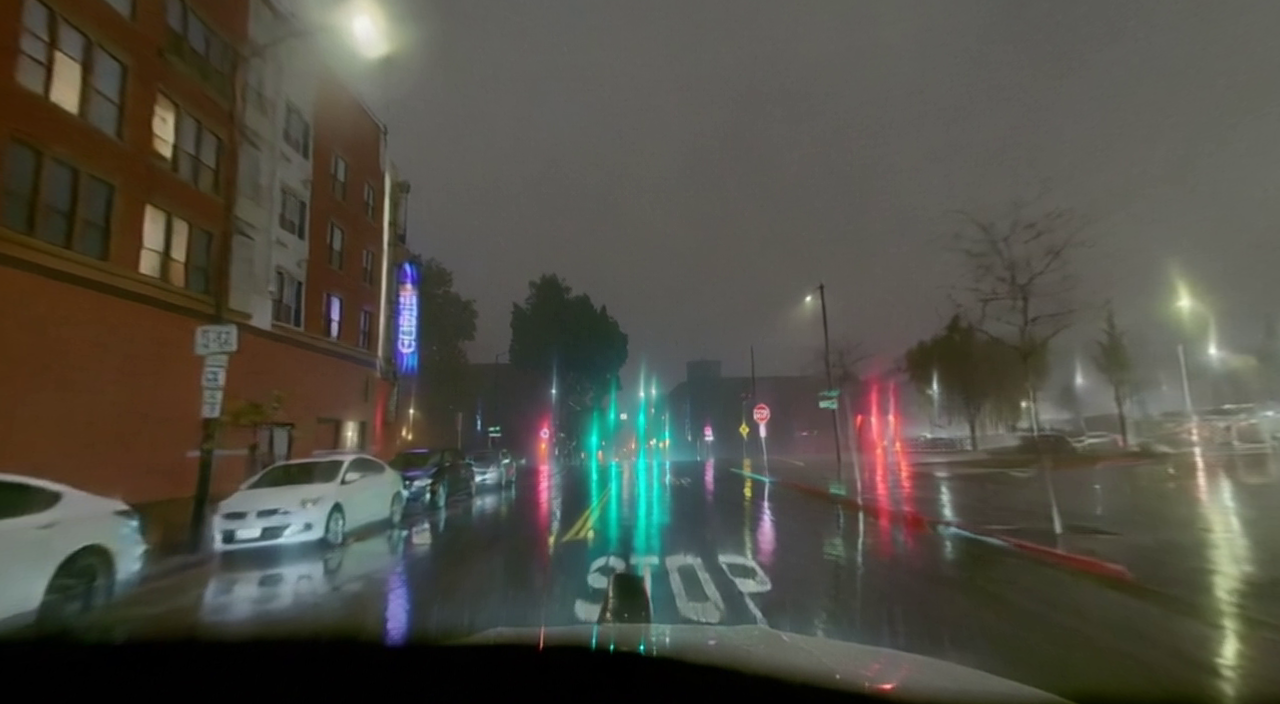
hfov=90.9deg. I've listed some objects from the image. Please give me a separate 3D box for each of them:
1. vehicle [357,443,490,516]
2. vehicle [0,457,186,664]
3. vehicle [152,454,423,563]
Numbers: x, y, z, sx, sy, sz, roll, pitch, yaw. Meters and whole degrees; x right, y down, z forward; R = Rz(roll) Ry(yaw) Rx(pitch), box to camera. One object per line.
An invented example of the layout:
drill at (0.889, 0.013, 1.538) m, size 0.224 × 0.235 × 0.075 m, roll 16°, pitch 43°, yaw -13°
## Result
vehicle at (-5.492, 3.243, 16.686) m, size 1.901 × 1.631 × 4.570 m, roll 0°, pitch -8°, yaw 0°
vehicle at (-5.619, 1.508, 4.299) m, size 1.834 × 1.463 × 4.337 m, roll 0°, pitch -8°, yaw -1°
vehicle at (-5.683, 2.544, 11.062) m, size 2.131 × 1.407 × 4.547 m, roll 0°, pitch -8°, yaw 0°
